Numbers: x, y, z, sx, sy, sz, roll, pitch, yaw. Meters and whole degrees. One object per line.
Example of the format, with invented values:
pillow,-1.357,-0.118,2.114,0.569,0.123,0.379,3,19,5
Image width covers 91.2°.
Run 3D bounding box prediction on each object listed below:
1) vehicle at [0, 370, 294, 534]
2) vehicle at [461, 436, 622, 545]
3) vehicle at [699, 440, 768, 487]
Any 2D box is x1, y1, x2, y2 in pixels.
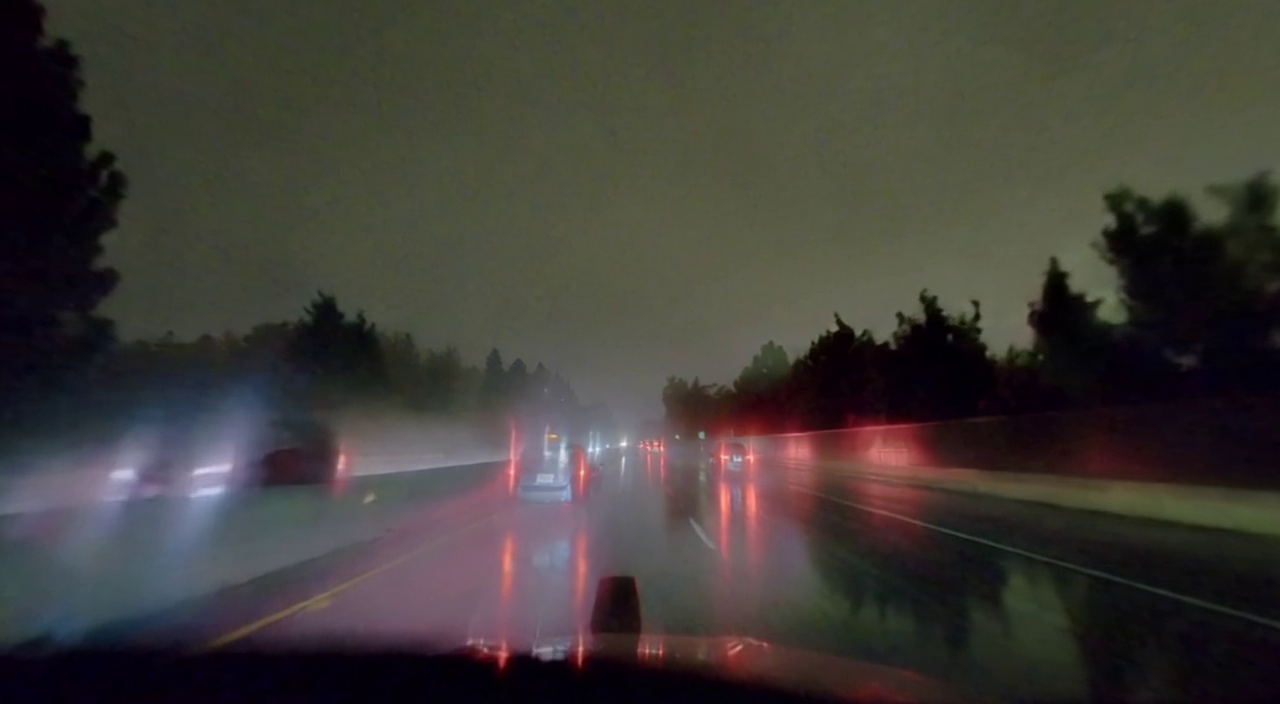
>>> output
vehicle,-9.746,1.950,12.467,2.391,2.518,5.577,0,-9,1
vehicle,-1.419,2.225,10.761,2.013,1.479,4.169,0,-9,1
vehicle,3.297,3.991,22.705,1.910,1.554,3.718,0,-9,0
